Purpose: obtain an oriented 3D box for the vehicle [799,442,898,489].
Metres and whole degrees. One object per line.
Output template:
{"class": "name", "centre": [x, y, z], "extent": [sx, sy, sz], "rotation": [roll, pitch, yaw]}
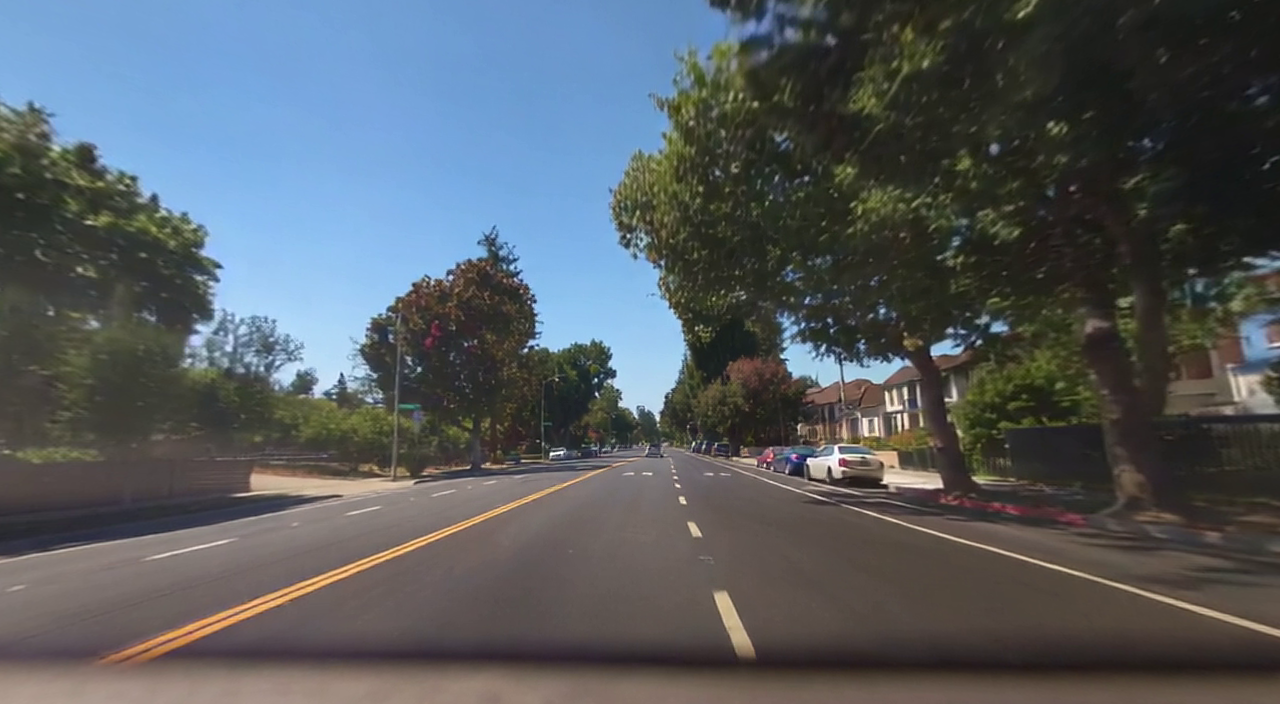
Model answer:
{"class": "vehicle", "centre": [7.168, 3.928, 22.302], "extent": [1.940, 1.481, 4.650], "rotation": [0, -8, 0]}
